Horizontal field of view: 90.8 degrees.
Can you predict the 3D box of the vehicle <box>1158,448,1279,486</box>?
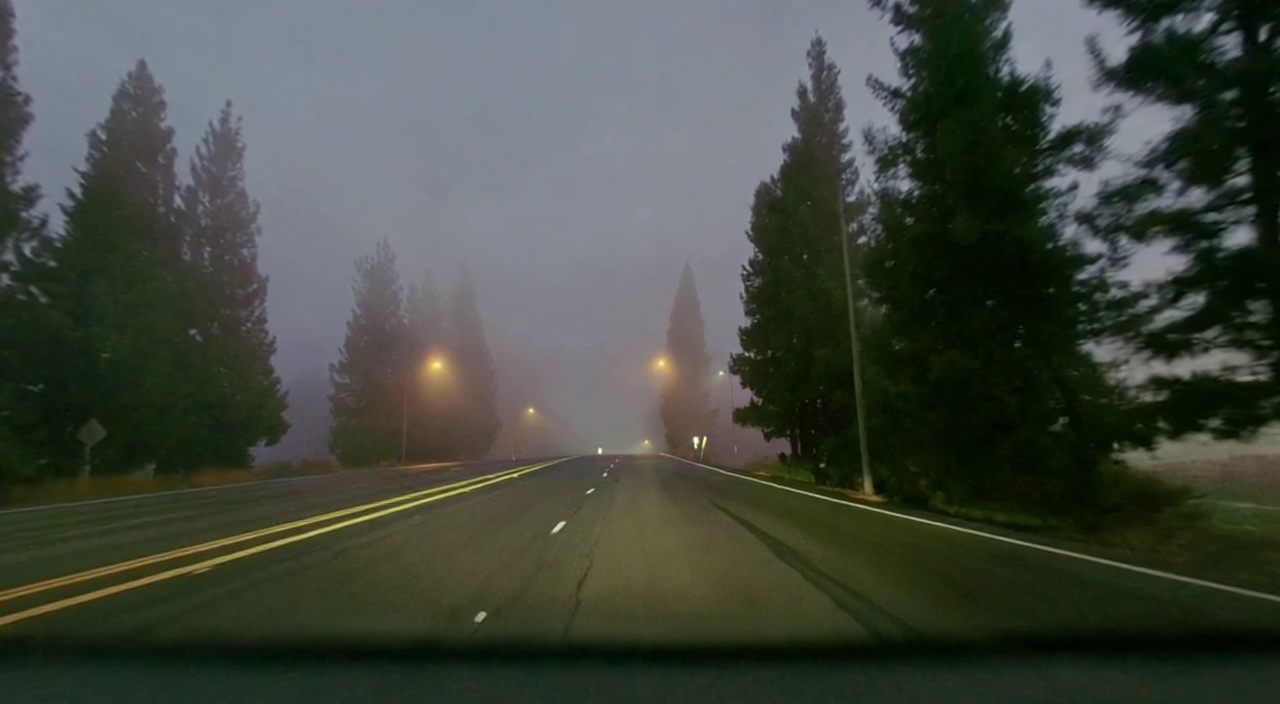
[{"bbox_3d":[36.461,7.118,39.265,6.443,2.084,2.514,-1,-9,-5],"label":"vehicle"}]
